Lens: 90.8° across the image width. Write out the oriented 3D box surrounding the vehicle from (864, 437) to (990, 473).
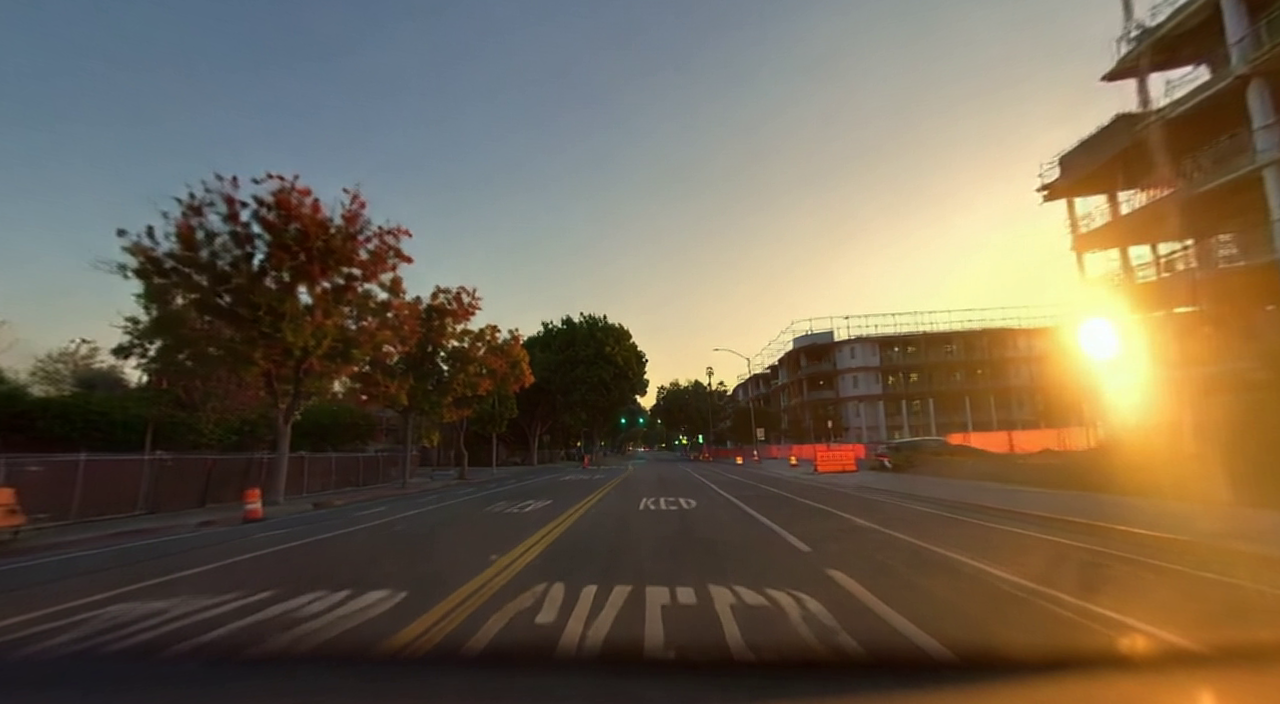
[{"bbox_3d":[11.680,4.225,25.977,4.251,1.418,1.896,0,-9,3],"label":"vehicle"}]
